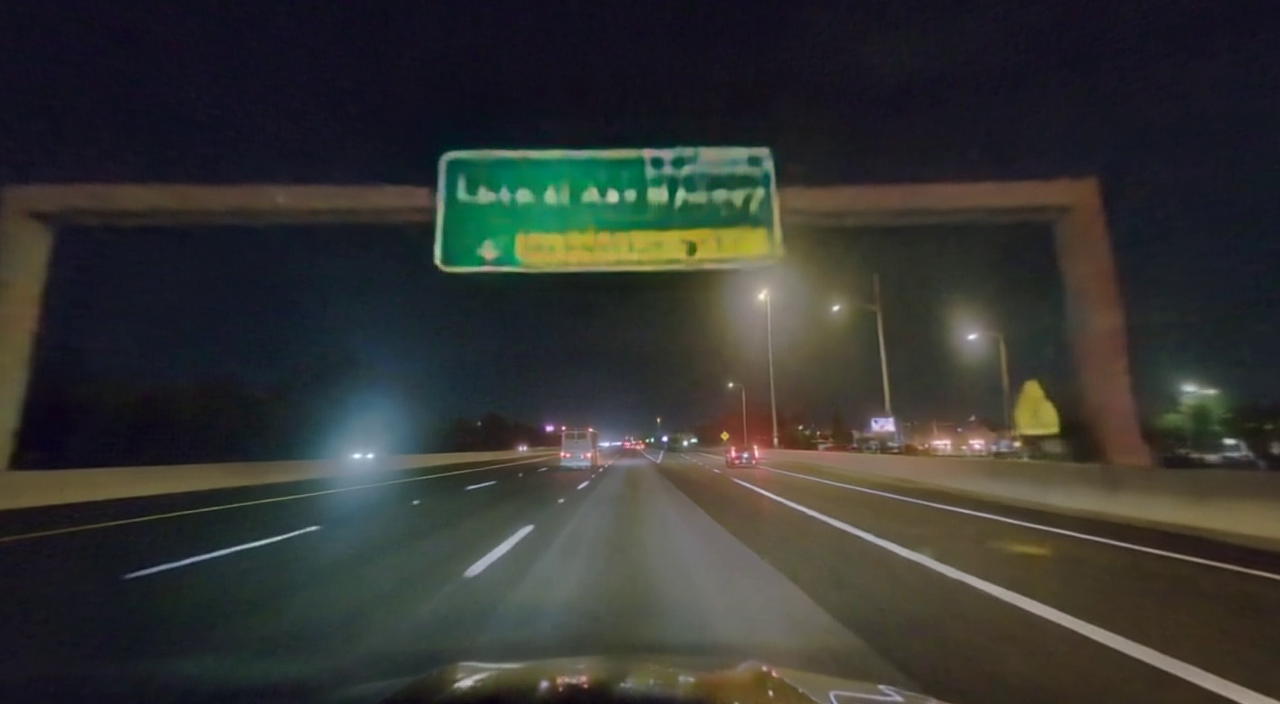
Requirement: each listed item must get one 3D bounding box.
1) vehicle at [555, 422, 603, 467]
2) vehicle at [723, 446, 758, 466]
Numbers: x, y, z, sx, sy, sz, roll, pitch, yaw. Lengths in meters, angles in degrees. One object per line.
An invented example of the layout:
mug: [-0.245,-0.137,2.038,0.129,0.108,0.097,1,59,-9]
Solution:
vehicle: [-4.192,6.590,44.974,2.881,2.937,7.045,0,-9,-2]
vehicle: [7.713,8.013,48.932,2.035,1.491,4.246,0,-9,1]
